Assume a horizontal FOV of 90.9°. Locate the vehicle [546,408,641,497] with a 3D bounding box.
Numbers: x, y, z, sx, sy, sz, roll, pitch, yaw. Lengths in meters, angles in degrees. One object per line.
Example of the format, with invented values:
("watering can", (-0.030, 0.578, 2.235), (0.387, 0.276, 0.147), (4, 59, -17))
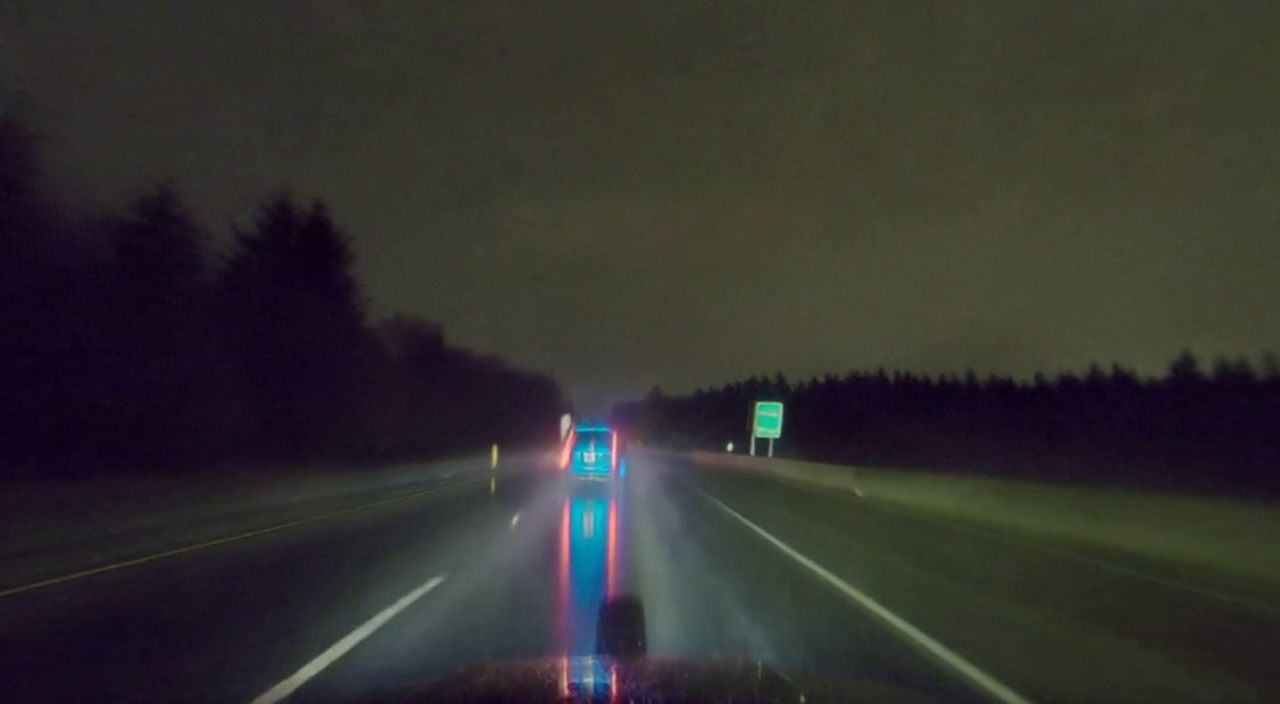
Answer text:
("vehicle", (-1.125, 2.797, 17.850), (2.248, 2.154, 4.892), (0, -8, 1))
